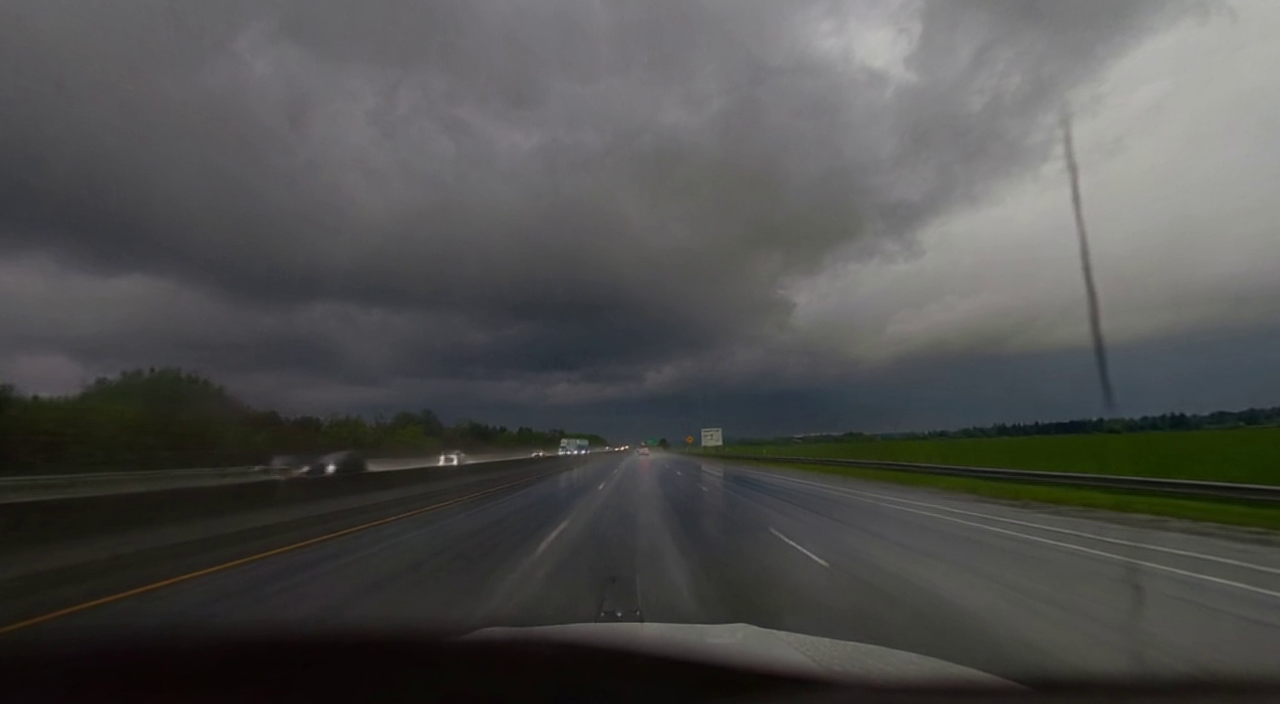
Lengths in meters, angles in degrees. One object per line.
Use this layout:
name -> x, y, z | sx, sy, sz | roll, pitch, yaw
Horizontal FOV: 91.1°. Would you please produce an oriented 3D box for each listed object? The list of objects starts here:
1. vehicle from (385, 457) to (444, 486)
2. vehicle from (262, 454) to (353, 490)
vehicle -> -11.710, 6.186, 32.881 | 1.714, 1.369, 3.700 | 0, -9, 0
vehicle -> -15.666, 5.647, 29.910 | 1.837, 1.501, 4.587 | 0, -9, 0
